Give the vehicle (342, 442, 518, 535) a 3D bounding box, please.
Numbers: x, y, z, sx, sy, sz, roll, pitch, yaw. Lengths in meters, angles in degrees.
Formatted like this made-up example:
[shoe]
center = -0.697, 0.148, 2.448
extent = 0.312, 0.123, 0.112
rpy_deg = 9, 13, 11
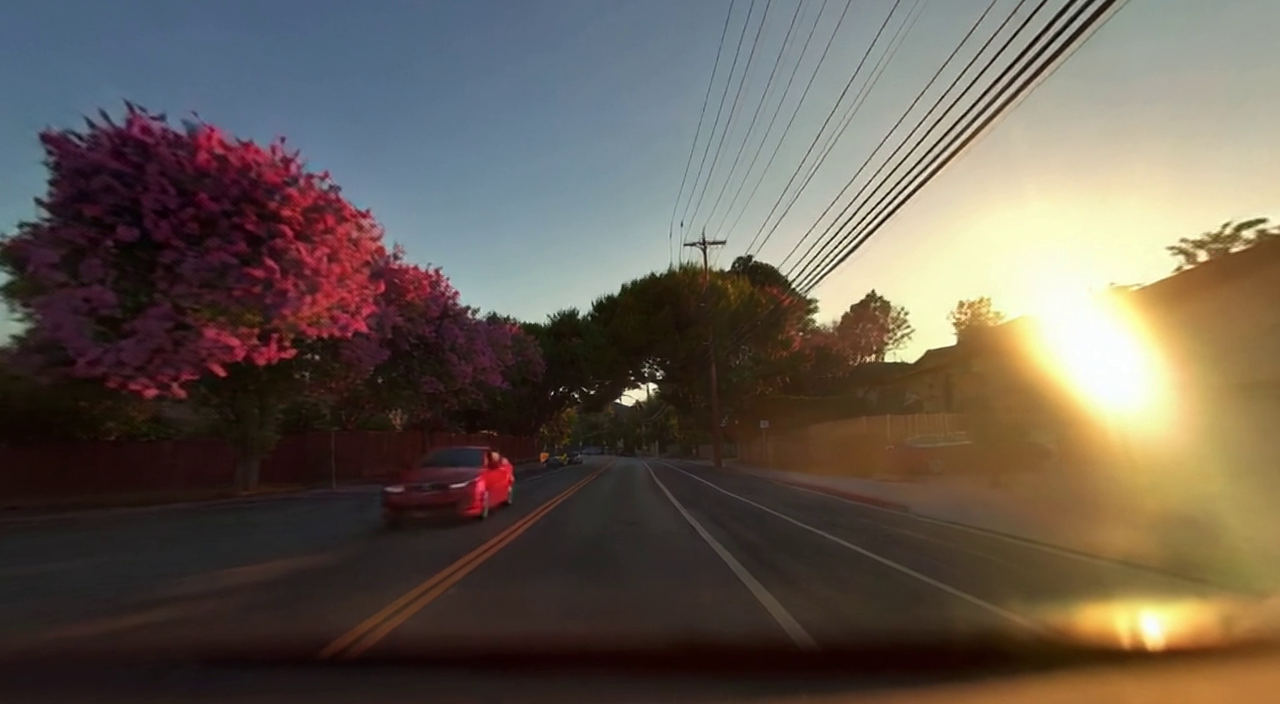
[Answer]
[vehicle]
center = -3.882, 2.582, 12.589
extent = 2.074, 1.511, 4.126
rpy_deg = 0, -9, 0
